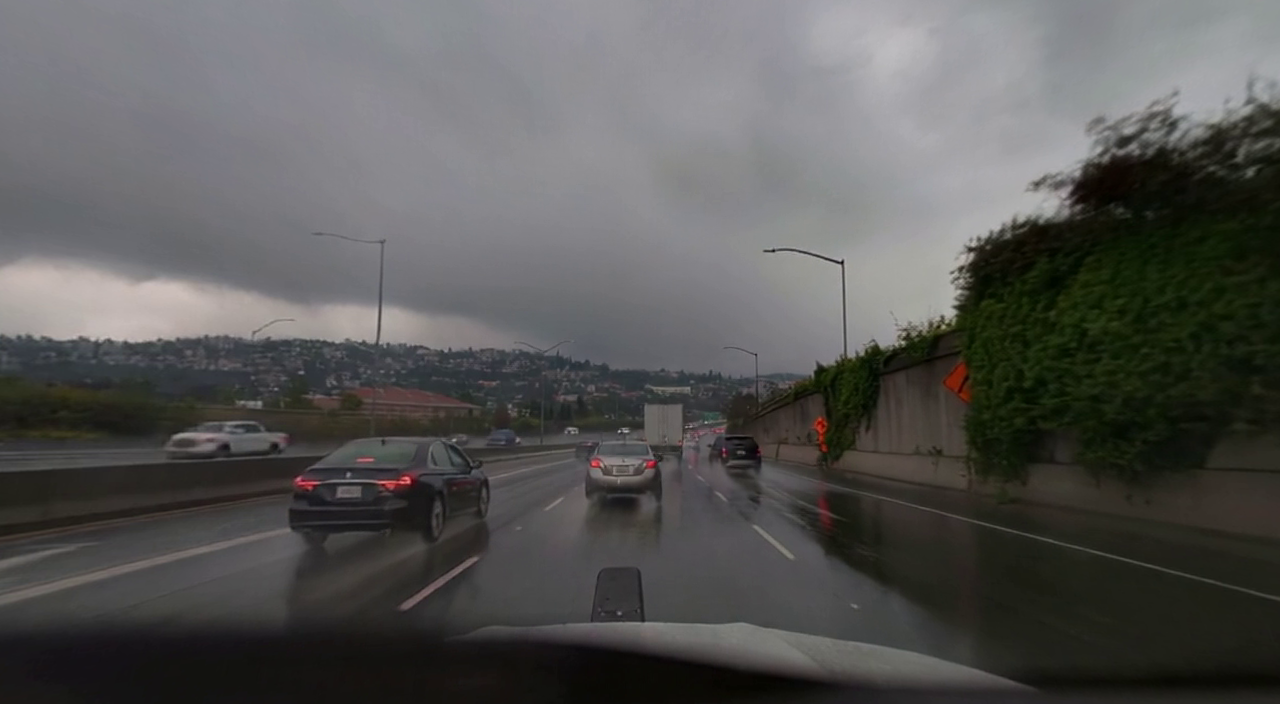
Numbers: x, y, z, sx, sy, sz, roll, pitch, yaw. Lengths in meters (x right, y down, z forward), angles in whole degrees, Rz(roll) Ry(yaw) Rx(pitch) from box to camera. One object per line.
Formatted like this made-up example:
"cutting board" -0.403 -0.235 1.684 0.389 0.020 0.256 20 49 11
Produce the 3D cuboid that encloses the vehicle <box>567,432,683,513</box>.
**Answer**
"vehicle" -0.252 2.542 13.753 2.136 1.470 3.971 0 -9 1

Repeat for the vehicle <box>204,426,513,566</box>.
"vehicle" -3.528 1.926 9.319 2.130 1.474 5.027 -1 -9 2

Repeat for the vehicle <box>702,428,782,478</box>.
"vehicle" 3.686 3.755 23.688 2.166 1.666 4.618 0 -9 -1
